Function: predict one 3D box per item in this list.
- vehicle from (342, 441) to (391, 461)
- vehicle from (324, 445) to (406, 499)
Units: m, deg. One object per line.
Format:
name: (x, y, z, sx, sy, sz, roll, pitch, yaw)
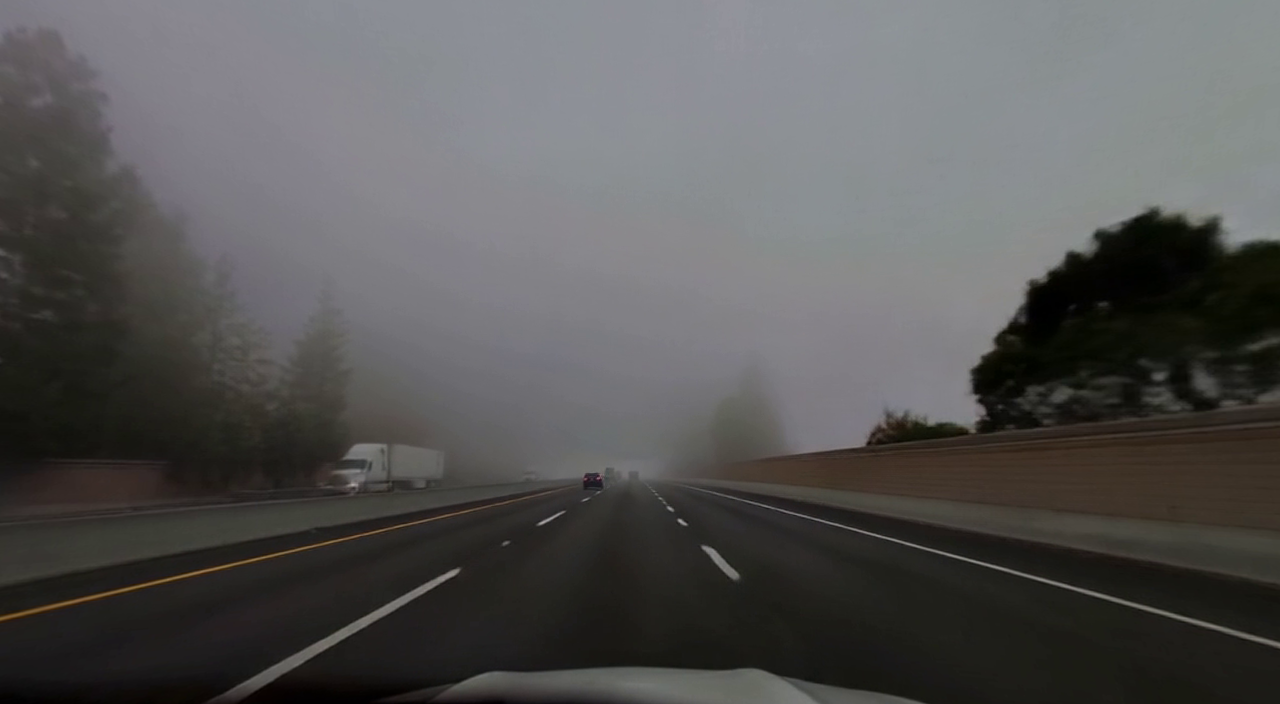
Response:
vehicle: (-21.537, 7.850, 49.760, 1.795, 1.527, 4.199, -1, -10, 2)
vehicle: (-21.546, 9.459, 49.968, 2.975, 3.858, 7.495, 1, -11, 0)
